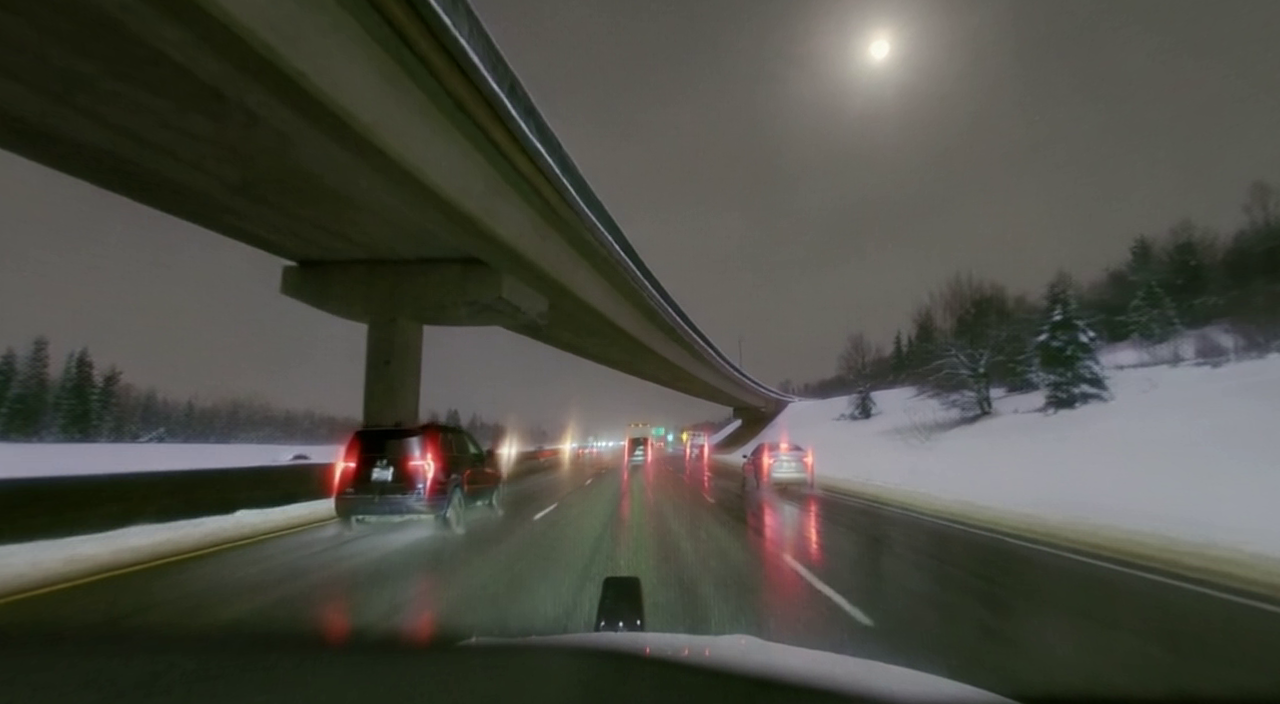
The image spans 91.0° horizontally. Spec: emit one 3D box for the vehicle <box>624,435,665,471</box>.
[{"bbox_3d":[0.254,5.653,35.370,2.155,1.909,4.529,0,-9,0],"label":"vehicle"}]

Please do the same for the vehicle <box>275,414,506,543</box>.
[{"bbox_3d":[-3.926,2.090,10.989,2.089,1.751,4.515,0,-9,1],"label":"vehicle"}]

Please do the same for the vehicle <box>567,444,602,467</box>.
[{"bbox_3d":[-3.860,7.292,44.480,1.994,1.475,4.171,0,-9,1],"label":"vehicle"}]

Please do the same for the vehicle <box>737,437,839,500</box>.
[{"bbox_3d":[4.002,3.216,17.709,1.959,1.554,3.795,0,-9,0],"label":"vehicle"}]
